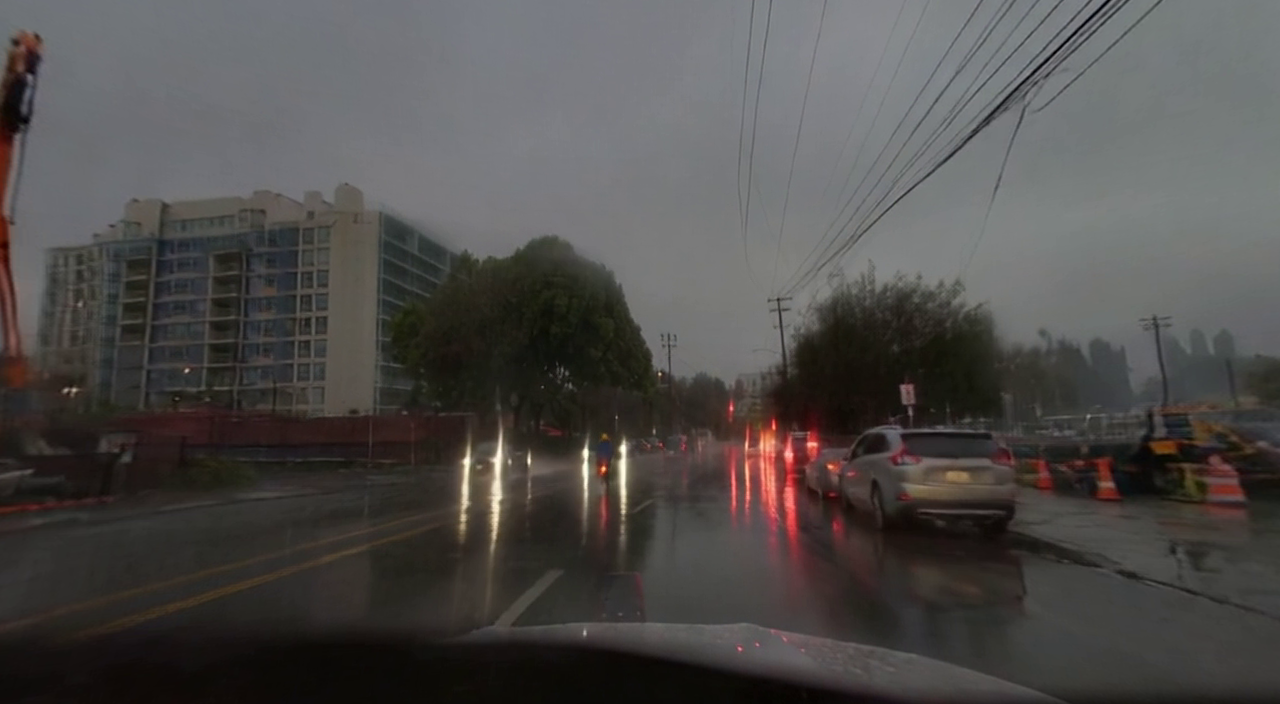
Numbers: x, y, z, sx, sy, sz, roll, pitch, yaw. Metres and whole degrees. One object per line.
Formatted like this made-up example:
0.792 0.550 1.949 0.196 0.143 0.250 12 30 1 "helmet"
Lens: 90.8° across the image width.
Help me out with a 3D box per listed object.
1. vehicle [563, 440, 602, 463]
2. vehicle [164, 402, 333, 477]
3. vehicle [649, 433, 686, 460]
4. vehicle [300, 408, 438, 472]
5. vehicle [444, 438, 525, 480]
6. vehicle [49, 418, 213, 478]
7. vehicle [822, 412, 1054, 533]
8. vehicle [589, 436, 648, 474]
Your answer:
-4.207 7.450 47.106 2.105 1.509 4.753 -3 -11 4 "vehicle"
-20.704 4.709 34.345 3.283 3.441 8.669 -2 -7 4 "vehicle"
2.179 7.212 48.238 2.295 1.929 5.498 -1 -8 8 "vehicle"
-14.864 5.000 35.791 2.990 3.144 9.080 -1 -8 6 "vehicle"
-7.083 4.900 29.326 2.053 1.771 4.684 -1 -8 7 "vehicle"
-27.258 5.172 34.303 2.933 2.907 6.416 -2 -8 9 "vehicle"
5.307 2.228 12.357 2.387 1.820 5.286 -1 -8 6 "vehicle"
-0.876 4.615 28.559 1.925 1.602 4.090 -1 -8 9 "vehicle"
